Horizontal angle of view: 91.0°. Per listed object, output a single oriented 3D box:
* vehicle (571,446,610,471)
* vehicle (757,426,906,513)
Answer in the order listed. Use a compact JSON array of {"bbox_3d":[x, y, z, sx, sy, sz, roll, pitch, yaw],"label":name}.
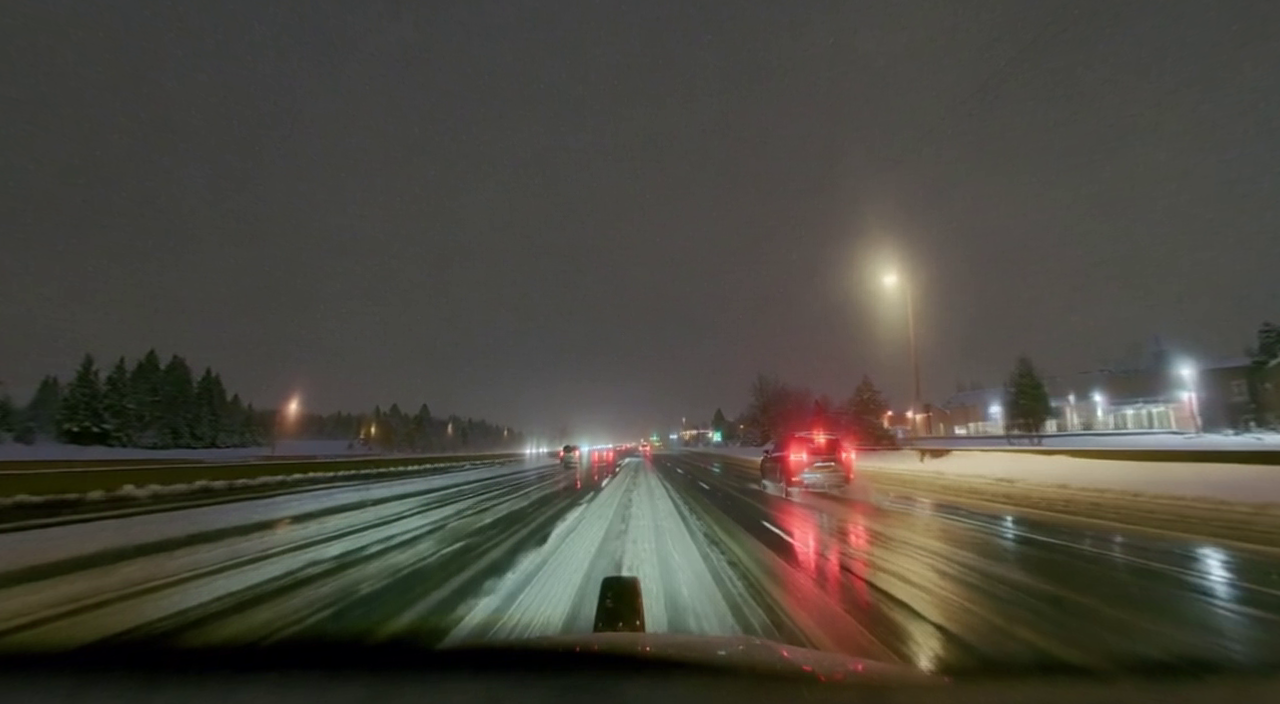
[{"bbox_3d":[-3.179,6.935,41.255,2.139,1.510,4.506,0,-9,0],"label":"vehicle"},{"bbox_3d":[4.382,2.787,15.381,2.109,1.764,4.704,0,-9,-1],"label":"vehicle"}]
